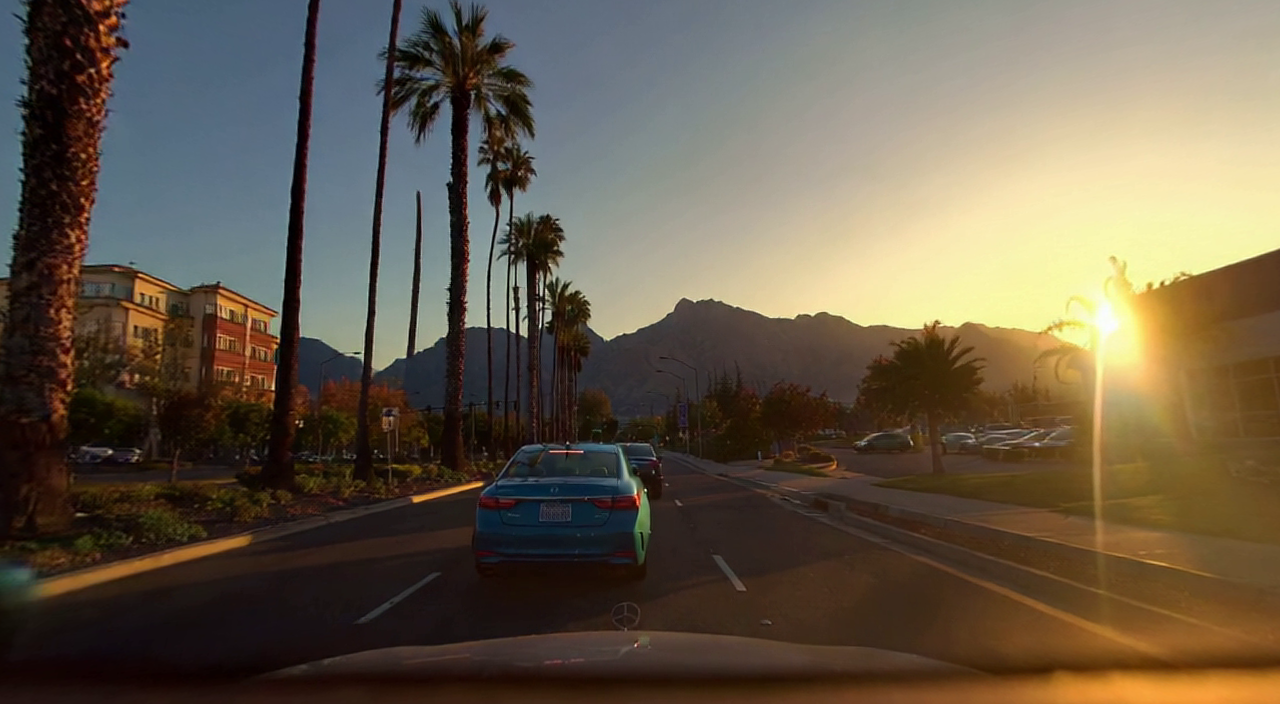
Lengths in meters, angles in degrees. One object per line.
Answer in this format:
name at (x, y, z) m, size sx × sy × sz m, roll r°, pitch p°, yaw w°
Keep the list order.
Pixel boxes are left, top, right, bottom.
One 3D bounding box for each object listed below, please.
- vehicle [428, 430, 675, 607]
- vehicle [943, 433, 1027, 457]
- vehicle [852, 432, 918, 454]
vehicle at (-0.811, 1.687, 7.325) m, size 2.067 × 1.459 × 3.886 m, roll 0°, pitch -8°, yaw -2°
vehicle at (22.861, 6.155, 41.904) m, size 4.640 × 1.526 × 1.961 m, roll 2°, pitch -9°, yaw -12°
vehicle at (19.262, 7.202, 49.785) m, size 1.925 × 1.652 × 4.490 m, roll 6°, pitch -10°, yaw -34°
